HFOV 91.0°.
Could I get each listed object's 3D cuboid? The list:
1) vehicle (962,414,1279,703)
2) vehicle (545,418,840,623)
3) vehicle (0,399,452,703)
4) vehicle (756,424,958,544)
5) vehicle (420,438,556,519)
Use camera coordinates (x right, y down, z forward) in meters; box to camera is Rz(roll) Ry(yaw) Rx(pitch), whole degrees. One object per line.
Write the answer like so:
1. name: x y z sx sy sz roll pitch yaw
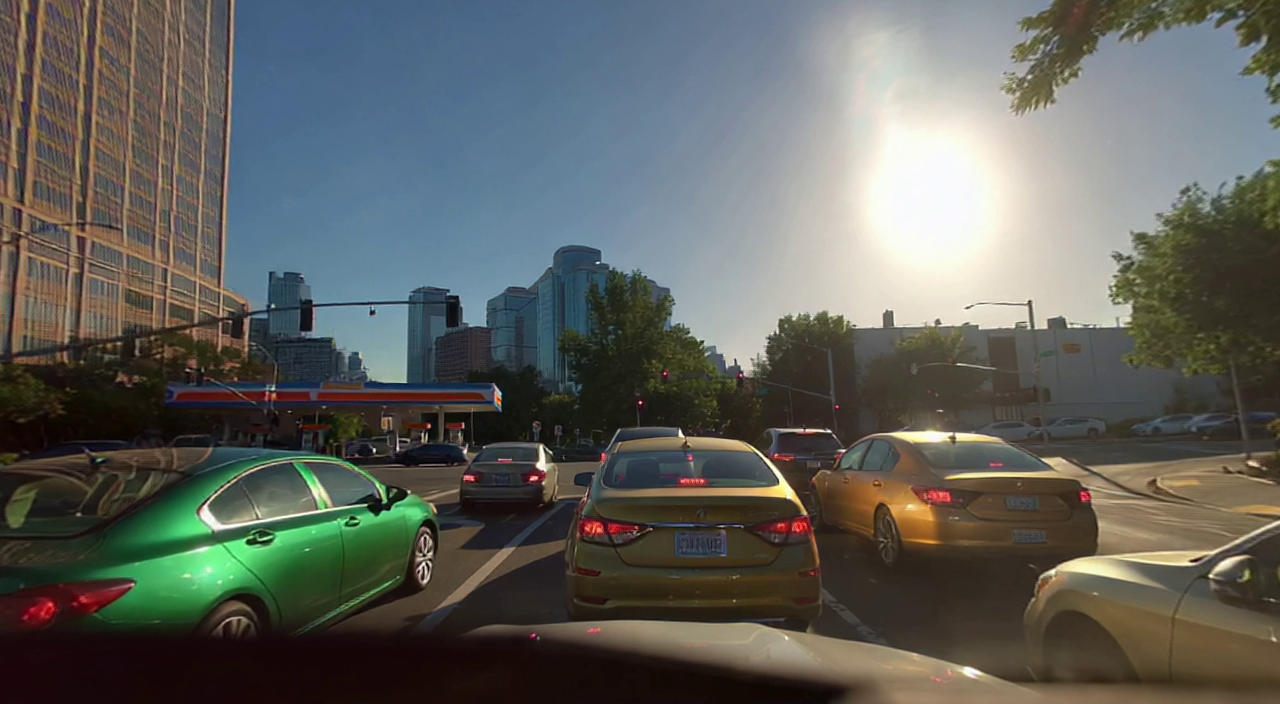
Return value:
1. vehicle: 4.173 1.138 3.634 1.950 1.497 4.686 0 -9 -3
2. vehicle: 0.335 1.590 6.959 2.220 1.507 4.317 0 -9 -2
3. vehicle: -3.007 1.257 4.628 1.887 1.493 4.255 0 -9 1
4. vehicle: 3.371 2.126 10.781 1.947 1.630 4.127 0 -9 0
5. vehicle: -3.070 2.645 13.713 1.867 1.474 4.237 0 -9 0
